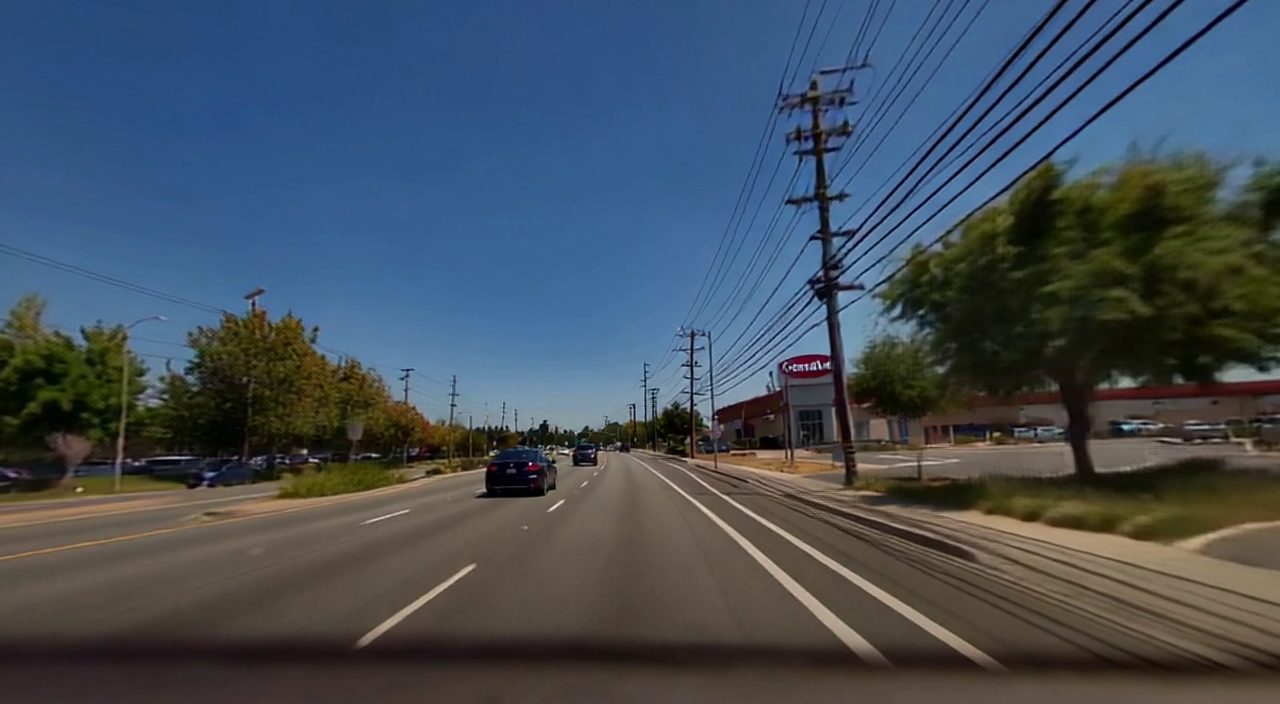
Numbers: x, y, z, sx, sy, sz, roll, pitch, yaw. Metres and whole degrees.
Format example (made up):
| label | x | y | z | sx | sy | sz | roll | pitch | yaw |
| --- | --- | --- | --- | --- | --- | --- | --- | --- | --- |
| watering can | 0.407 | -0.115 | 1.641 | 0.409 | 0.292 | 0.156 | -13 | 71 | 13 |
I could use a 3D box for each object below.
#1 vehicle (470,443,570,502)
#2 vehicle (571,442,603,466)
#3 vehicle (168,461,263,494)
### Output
| label | x | y | z | sx | sy | sz | roll | pitch | yaw |
| --- | --- | --- | --- | --- | --- | --- | --- | --- | --- |
| vehicle | -3.286 | 3.375 | 18.145 | 1.942 | 1.469 | 4.426 | 0 | -9 | 1 |
| vehicle | -4.046 | 7.861 | 48.636 | 2.087 | 1.736 | 4.311 | 0 | -9 | -1 |
| vehicle | -25.207 | 7.441 | 37.611 | 1.973 | 1.695 | 4.541 | -1 | -9 | 11 |
